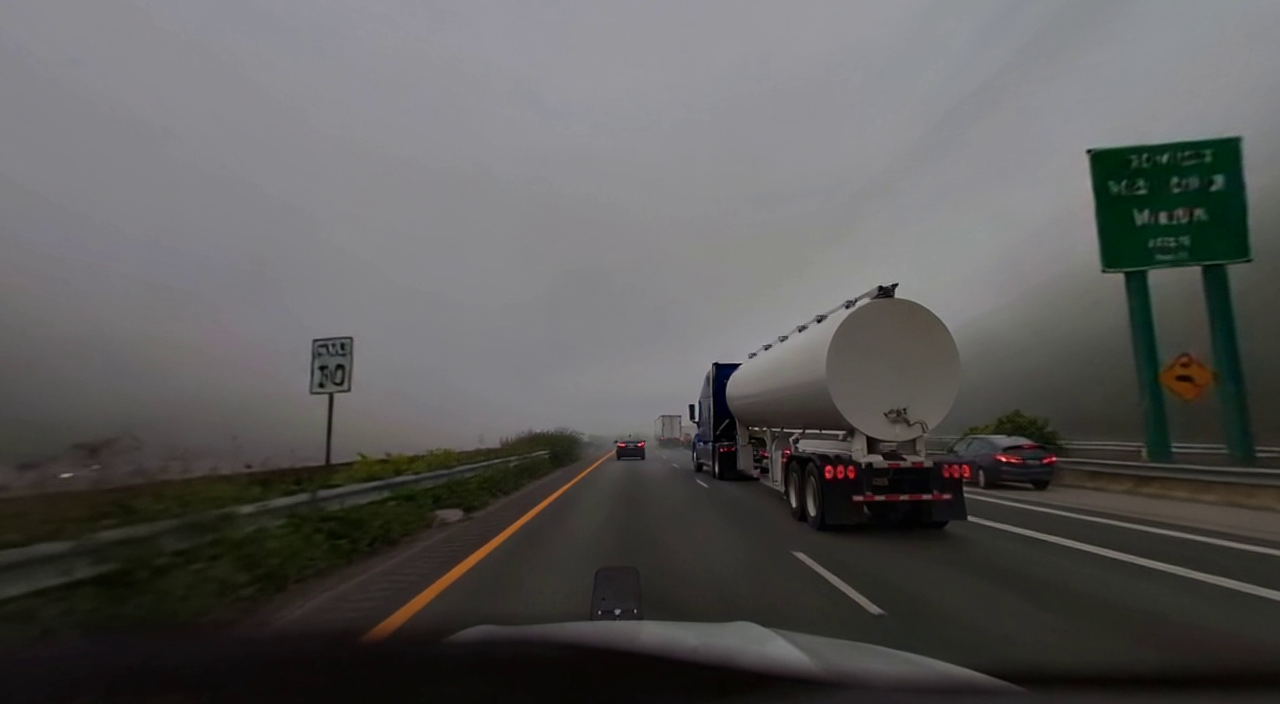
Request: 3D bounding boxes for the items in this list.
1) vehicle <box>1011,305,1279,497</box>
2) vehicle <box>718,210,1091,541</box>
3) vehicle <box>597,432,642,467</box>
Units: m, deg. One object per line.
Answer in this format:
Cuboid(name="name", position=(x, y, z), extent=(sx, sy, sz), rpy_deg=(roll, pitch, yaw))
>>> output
Cuboid(name="vehicle", position=(14.957, 1.525, 17.084), extent=(2.878, 4.124, 10.050), rpy_deg=(1, -8, -5))
Cuboid(name="vehicle", position=(3.621, 0.835, 12.022), extent=(2.826, 3.905, 9.262), rpy_deg=(0, -8, -2))
Cuboid(name="vehicle", position=(-0.952, 4.602, 29.962), extent=(2.000, 1.510, 3.518), rpy_deg=(0, -8, -1))
